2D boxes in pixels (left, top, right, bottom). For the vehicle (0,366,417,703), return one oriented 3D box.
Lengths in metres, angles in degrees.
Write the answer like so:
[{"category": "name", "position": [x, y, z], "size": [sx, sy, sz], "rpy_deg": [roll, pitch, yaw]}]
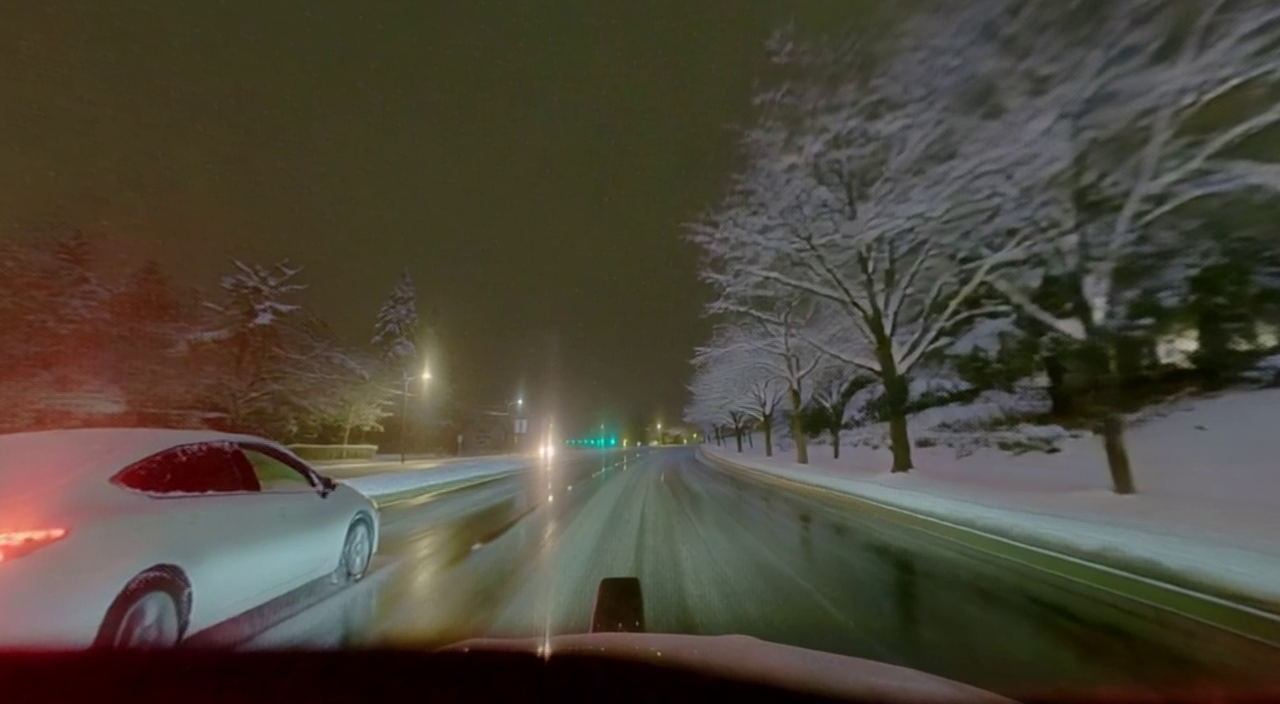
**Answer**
[{"category": "vehicle", "position": [-3.251, 1.095, 4.216], "size": [1.915, 1.521, 4.283], "rpy_deg": [0, -8, 1]}]
